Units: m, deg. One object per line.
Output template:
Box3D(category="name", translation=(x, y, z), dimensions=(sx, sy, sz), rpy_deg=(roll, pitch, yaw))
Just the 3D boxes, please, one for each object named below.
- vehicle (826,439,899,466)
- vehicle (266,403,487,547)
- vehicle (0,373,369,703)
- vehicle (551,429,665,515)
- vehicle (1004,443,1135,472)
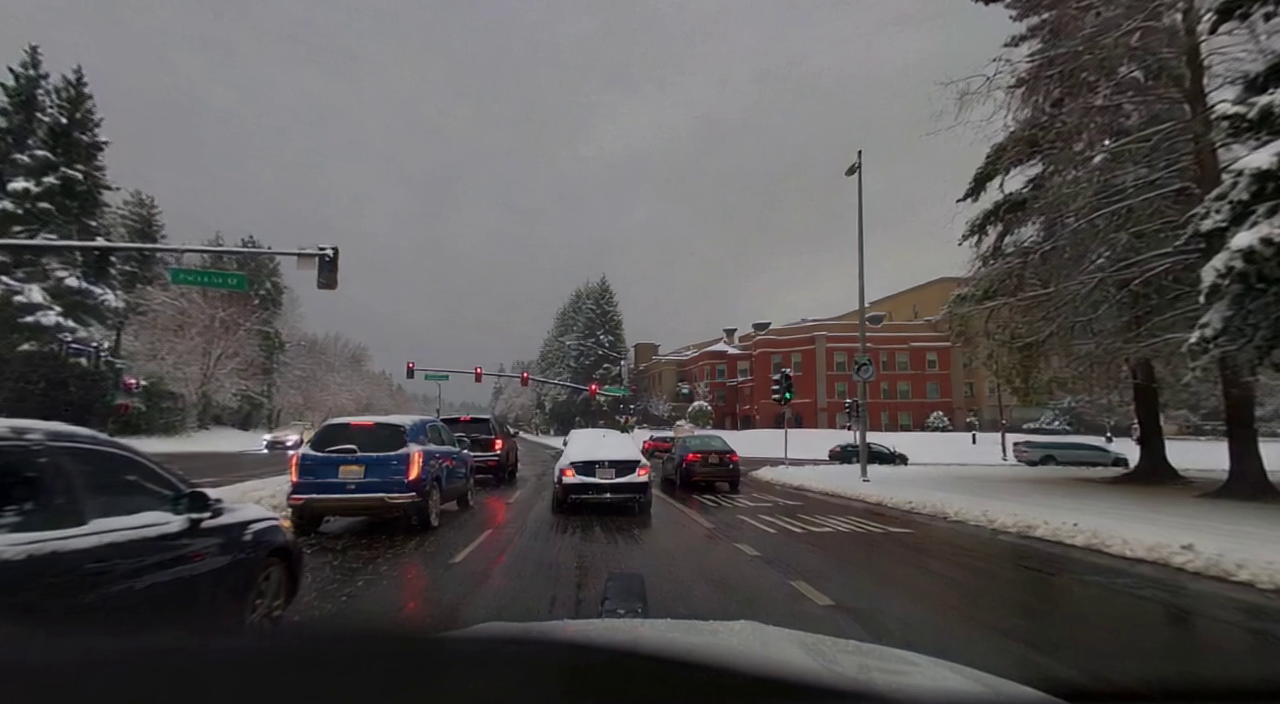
Box3D(category="vehicle", translation=(15.709, 7.118, 44.747), dimensions=(4.394, 1.802, 1.924), rpy_deg=(1, -9, -8))
Box3D(category="vehicle", translation=(-3.752, 1.830, 9.992), dimensions=(1.924, 1.737, 4.387), rpy_deg=(1, -9, -5))
Box3D(category="vehicle", translation=(-3.186, 0.946, 2.800), dimensions=(2.105, 1.510, 4.643), rpy_deg=(0, -8, -3))
Box3D(category="vehicle", translation=(-0.808, 2.433, 13.364), dimensions=(2.001, 1.483, 4.442), rpy_deg=(1, -9, -6))
Box3D(category="vehicle", translation=(31.778, 7.817, 46.964), dimensions=(7.585, 1.987, 3.158), rpy_deg=(0, -8, -3))
